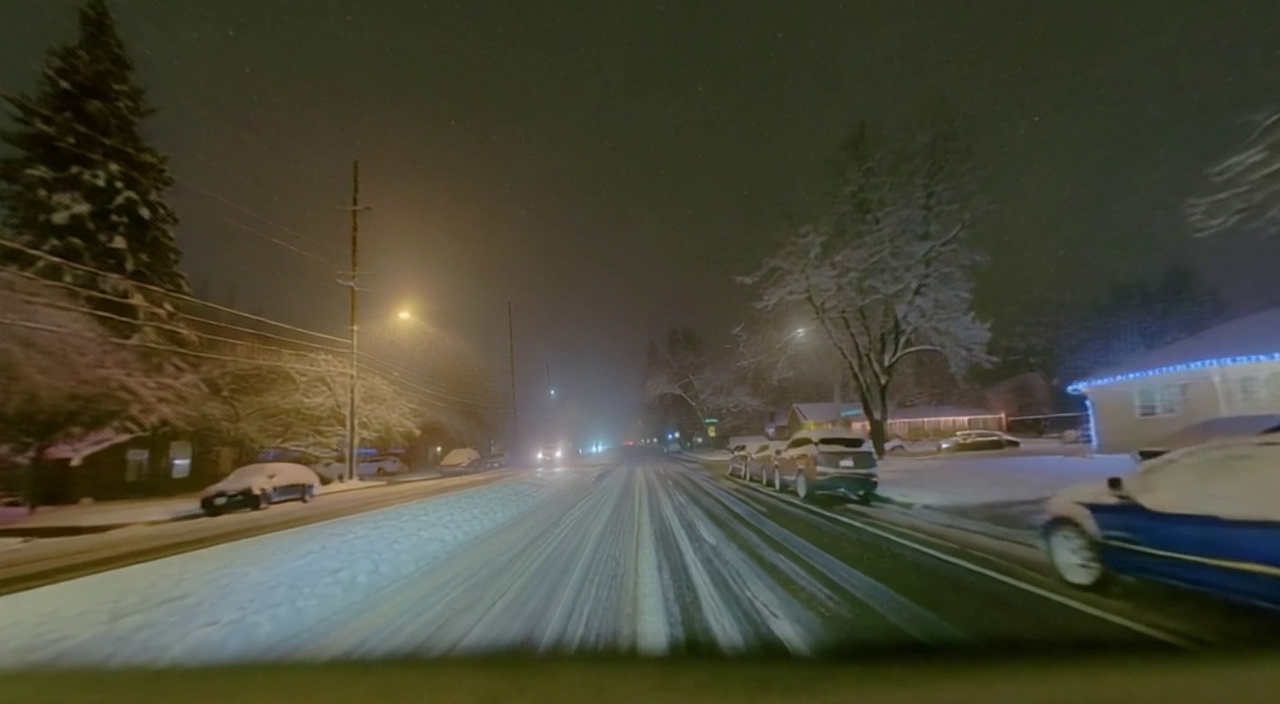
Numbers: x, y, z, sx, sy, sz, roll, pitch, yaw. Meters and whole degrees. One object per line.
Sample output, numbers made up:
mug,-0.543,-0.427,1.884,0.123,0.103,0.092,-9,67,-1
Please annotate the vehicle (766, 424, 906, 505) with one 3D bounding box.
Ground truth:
vehicle,4.626,2.746,15.787,1.919,1.698,4.747,0,-9,0

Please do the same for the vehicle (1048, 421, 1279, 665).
vehicle,4.917,1.113,3.531,2.031,1.473,4.784,0,-9,-1

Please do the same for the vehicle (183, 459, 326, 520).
vehicle,-12.579,4.460,20.988,1.972,1.475,4.503,-6,-9,-1

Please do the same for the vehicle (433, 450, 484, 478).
vehicle,-12.804,7.913,44.917,2.128,1.768,5.306,0,-9,0
